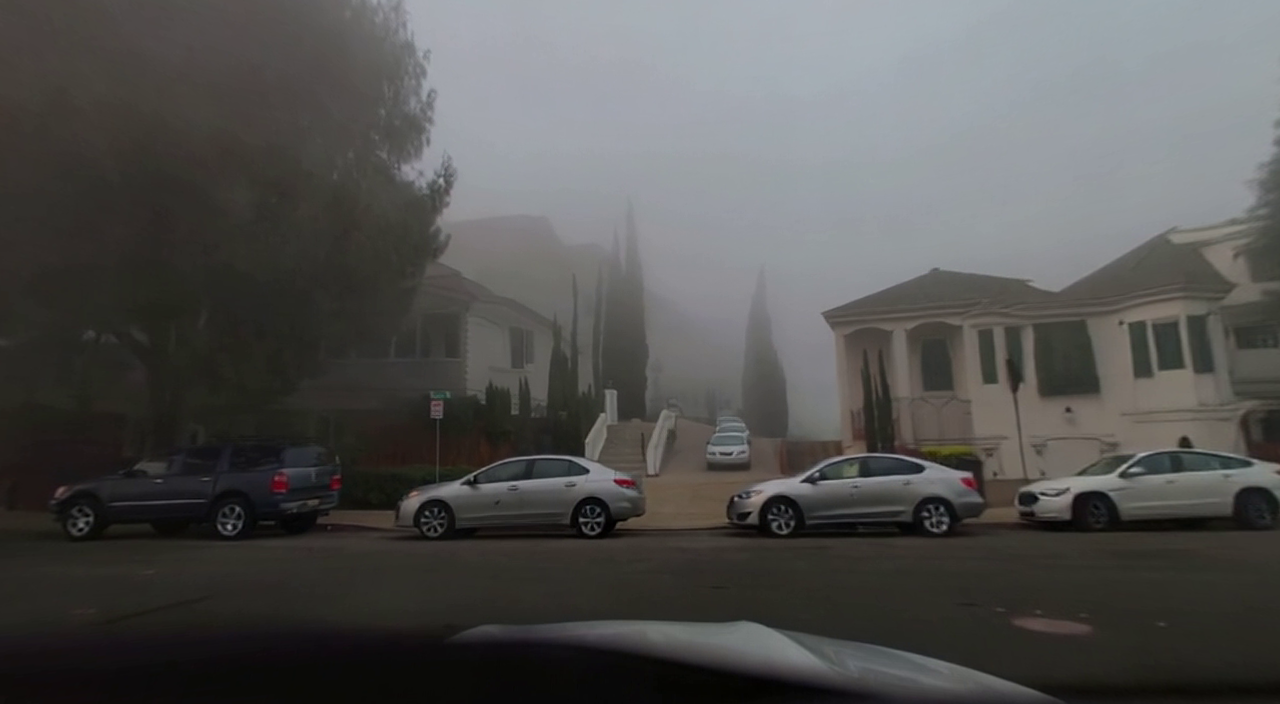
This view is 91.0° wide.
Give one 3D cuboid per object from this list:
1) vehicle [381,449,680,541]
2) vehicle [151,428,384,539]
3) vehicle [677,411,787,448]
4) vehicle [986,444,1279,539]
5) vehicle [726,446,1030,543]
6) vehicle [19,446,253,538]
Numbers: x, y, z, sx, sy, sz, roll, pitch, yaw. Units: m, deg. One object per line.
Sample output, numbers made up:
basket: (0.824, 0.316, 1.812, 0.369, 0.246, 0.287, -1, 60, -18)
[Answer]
vehicle: (-1.823, 2.556, 11.615, 5.075, 1.436, 1.863, 0, -8, 3)
vehicle: (-7.729, 2.705, 13.782, 2.046, 1.969, 4.585, -1, -8, 4)
vehicle: (3.967, 3.413, 27.601, 4.565, 1.479, 1.775, 1, -8, 1)
vehicle: (9.088, 2.420, 11.206, 4.785, 1.471, 1.798, 1, -8, -1)
vehicle: (3.943, 2.445, 11.149, 4.663, 1.452, 1.801, 0, -8, 4)
vehicle: (-10.713, 2.940, 13.870, 1.827, 1.648, 4.030, 0, -8, -1)
